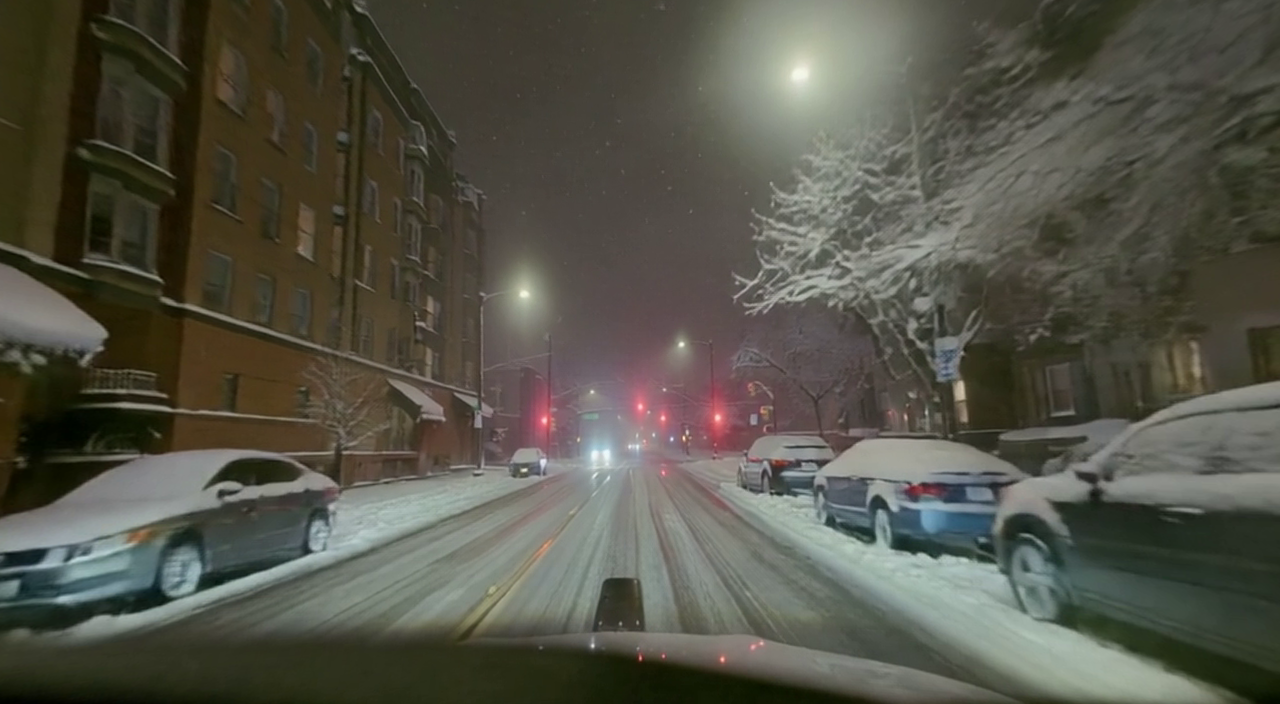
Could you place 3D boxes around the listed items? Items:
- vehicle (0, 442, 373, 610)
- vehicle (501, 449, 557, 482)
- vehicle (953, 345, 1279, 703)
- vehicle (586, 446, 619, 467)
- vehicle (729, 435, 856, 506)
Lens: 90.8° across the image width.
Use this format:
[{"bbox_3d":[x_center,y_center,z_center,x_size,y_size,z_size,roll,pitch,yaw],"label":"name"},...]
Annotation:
[{"bbox_3d":[-5.942,2.201,9.082,2.142,1.775,4.428,0,-8,2],"label":"vehicle"},{"bbox_3d":[-5.755,5.912,33.244,1.947,1.473,4.397,-4,-8,1],"label":"vehicle"},{"bbox_3d":[3.948,0.992,3.226,2.093,1.857,5.414,1,-8,2],"label":"vehicle"},{"bbox_3d":[-2.679,7.553,45.735,2.029,1.438,4.313,0,-8,1],"label":"vehicle"},{"bbox_3d":[4.015,3.196,17.604,2.082,1.662,4.753,0,-8,-4],"label":"vehicle"}]
